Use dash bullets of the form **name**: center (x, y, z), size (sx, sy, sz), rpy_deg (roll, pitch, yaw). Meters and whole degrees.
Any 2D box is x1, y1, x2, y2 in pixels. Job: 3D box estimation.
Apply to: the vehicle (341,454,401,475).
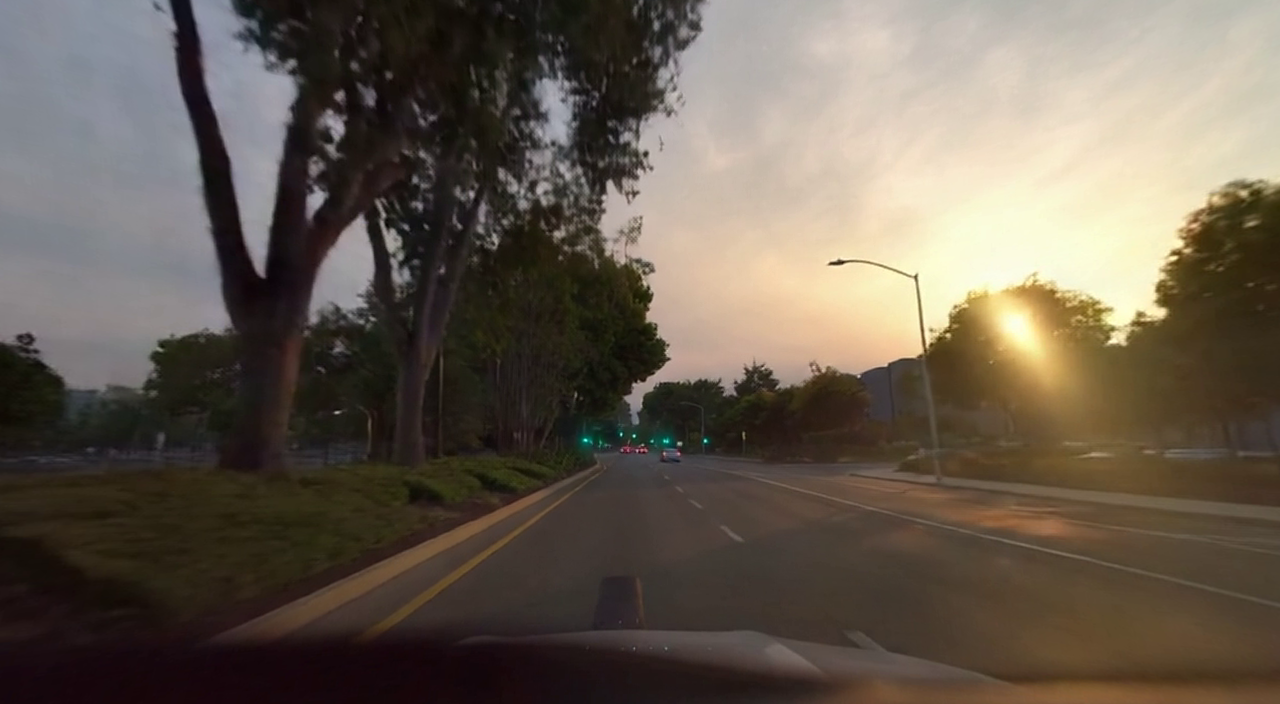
- **vehicle**: center (-19.098, 7.985, 45.005), size (2.637, 1.401, 3.741), rpy_deg (1, -9, 0)
